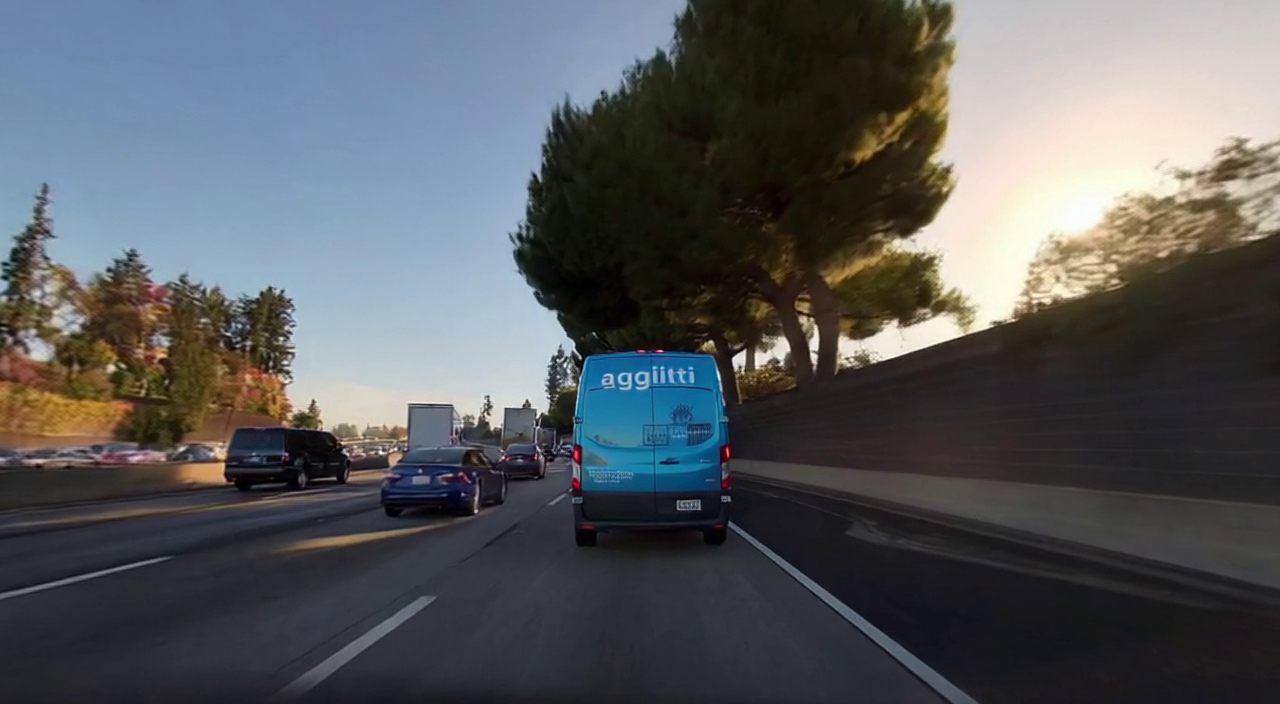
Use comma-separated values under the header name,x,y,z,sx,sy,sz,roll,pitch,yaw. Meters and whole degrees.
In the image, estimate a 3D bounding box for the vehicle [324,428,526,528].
name,x,y,z,sx,sy,sz,roll,pitch,yaw
vehicle,-3.819,2.331,12.303,2.212,1.551,4.658,0,-8,1

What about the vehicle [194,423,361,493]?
name,x,y,z,sx,sy,sz,roll,pitch,yaw
vehicle,-10.812,3.212,19.383,2.061,1.846,4.852,0,-8,3

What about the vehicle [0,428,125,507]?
name,x,y,z,sx,sy,sz,roll,pitch,yaw
vehicle,-14.428,2.580,14.246,1.812,1.642,4.323,0,-9,1

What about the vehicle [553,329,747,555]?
name,x,y,z,sx,sy,sz,roll,pitch,yaw
vehicle,0.158,1.544,10.910,2.316,2.738,6.398,0,-9,1
